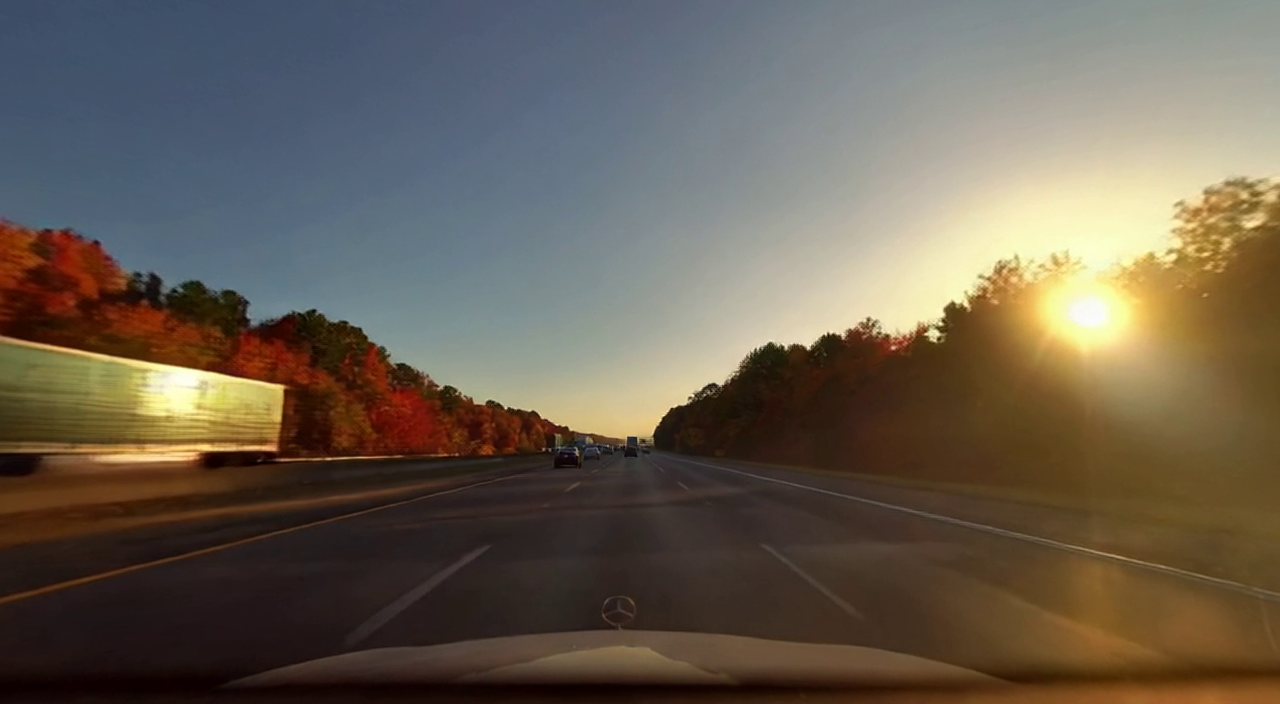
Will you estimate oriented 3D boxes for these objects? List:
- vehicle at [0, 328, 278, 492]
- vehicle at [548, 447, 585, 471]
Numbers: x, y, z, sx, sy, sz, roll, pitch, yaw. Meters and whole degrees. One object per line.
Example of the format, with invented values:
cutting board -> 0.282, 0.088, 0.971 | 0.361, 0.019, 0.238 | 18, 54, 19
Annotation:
vehicle -> -17.639, 2.293, 20.929 | 2.917, 4.076, 14.027 | 0, -9, -1
vehicle -> -4.714, 6.911, 40.647 | 1.963, 1.475, 3.665 | 0, -9, -1
